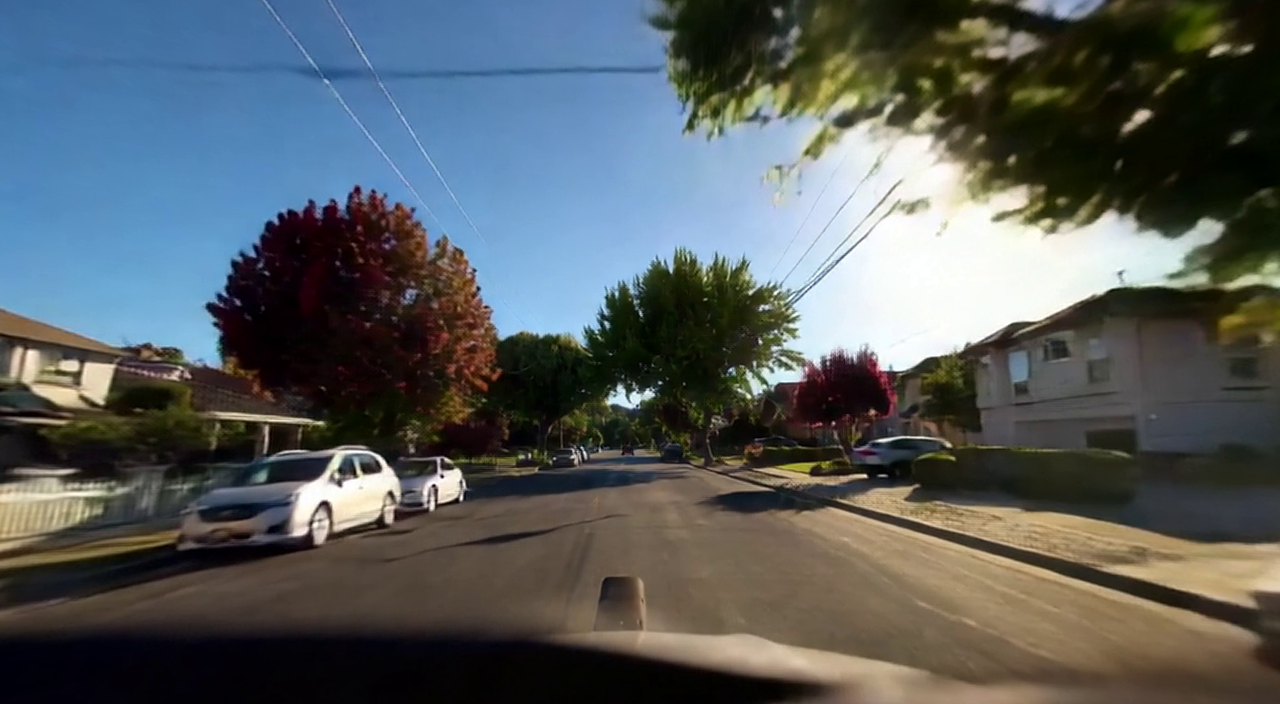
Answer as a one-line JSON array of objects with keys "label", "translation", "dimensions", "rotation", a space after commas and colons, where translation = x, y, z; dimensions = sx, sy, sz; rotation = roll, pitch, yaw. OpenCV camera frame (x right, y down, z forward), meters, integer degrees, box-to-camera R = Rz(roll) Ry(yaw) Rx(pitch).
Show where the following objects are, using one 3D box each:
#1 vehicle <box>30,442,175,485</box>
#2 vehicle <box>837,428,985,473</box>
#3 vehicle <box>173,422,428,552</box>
[{"label": "vehicle", "translation": [-19.693, 4.104, 23.279], "dimensions": [3.553, 1.471, 1.816], "rotation": [0, -9, -2]}, {"label": "vehicle", "translation": [10.084, 3.714, 23.821], "dimensions": [4.629, 1.504, 1.945], "rotation": [-1, -9, -1]}, {"label": "vehicle", "translation": [-5.917, 2.375, 12.055], "dimensions": [2.015, 1.766, 5.450], "rotation": [-3, -8, -2]}]
